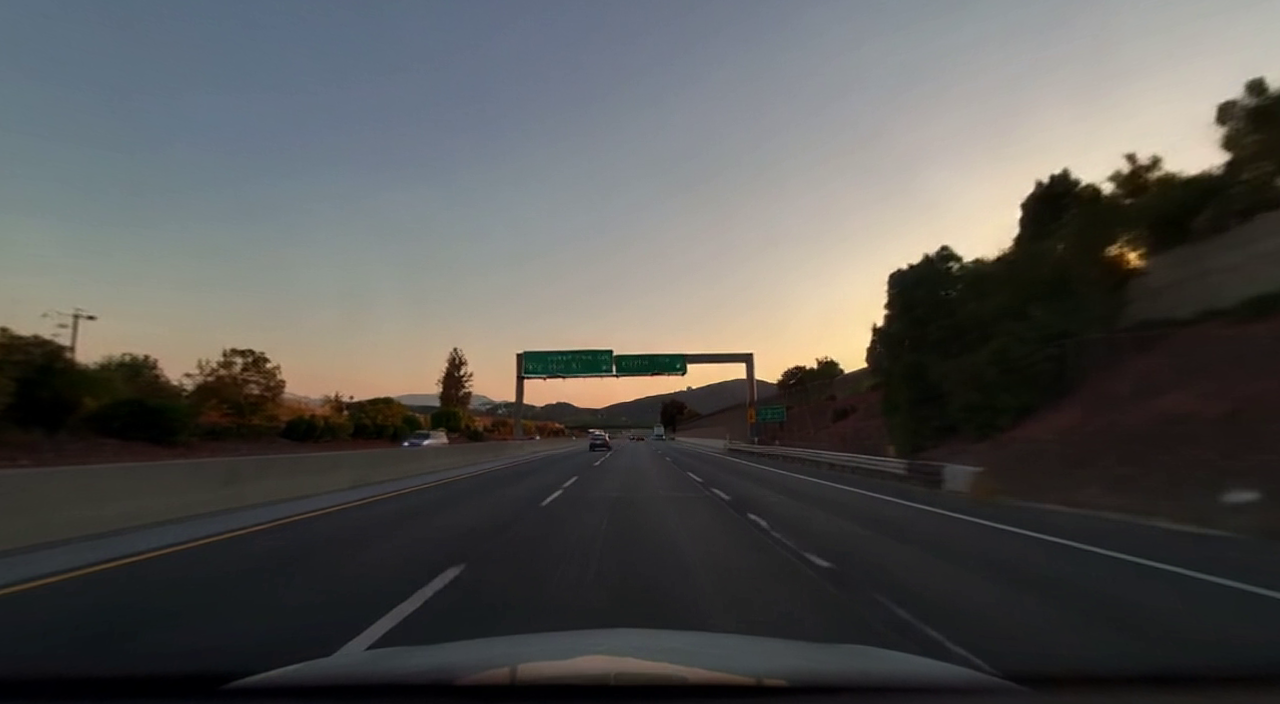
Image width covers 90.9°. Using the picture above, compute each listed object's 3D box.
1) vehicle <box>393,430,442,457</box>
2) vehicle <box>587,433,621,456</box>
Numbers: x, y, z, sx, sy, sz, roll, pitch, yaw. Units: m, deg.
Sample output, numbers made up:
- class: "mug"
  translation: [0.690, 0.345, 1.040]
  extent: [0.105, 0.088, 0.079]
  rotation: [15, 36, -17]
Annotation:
- class: "vehicle"
  translation: [-17.255, 7.087, 49.156]
  extent: [2.099, 1.969, 4.815]
  rotation: [0, -8, 0]
- class: "vehicle"
  translation: [-2.517, 6.642, 45.400]
  extent: [2.148, 1.603, 4.513]
  rotation: [0, -8, 1]
